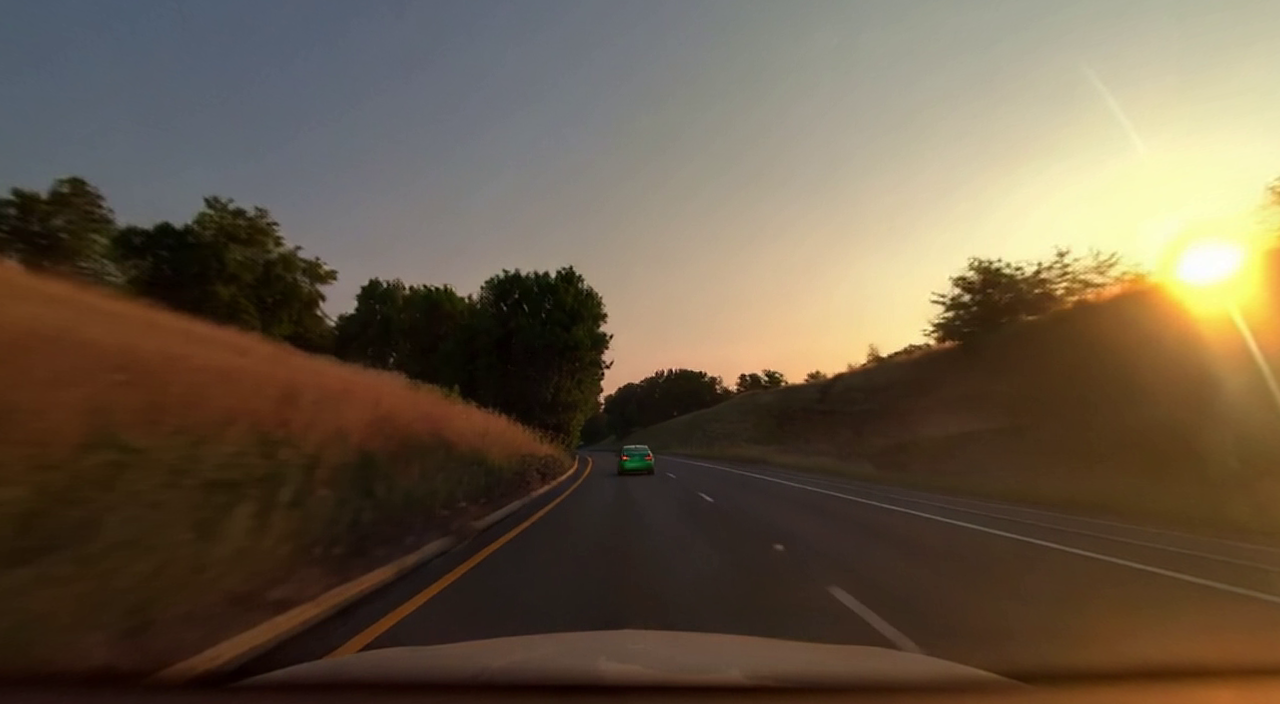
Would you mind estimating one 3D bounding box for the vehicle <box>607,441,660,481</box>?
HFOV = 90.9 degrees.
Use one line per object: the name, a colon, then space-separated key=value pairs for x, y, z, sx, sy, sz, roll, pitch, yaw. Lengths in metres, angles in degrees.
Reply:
vehicle: x=-0.343 y=4.445 z=26.017 sx=2.029 sy=1.474 sz=4.183 roll=0 pitch=-9 yaw=-2
